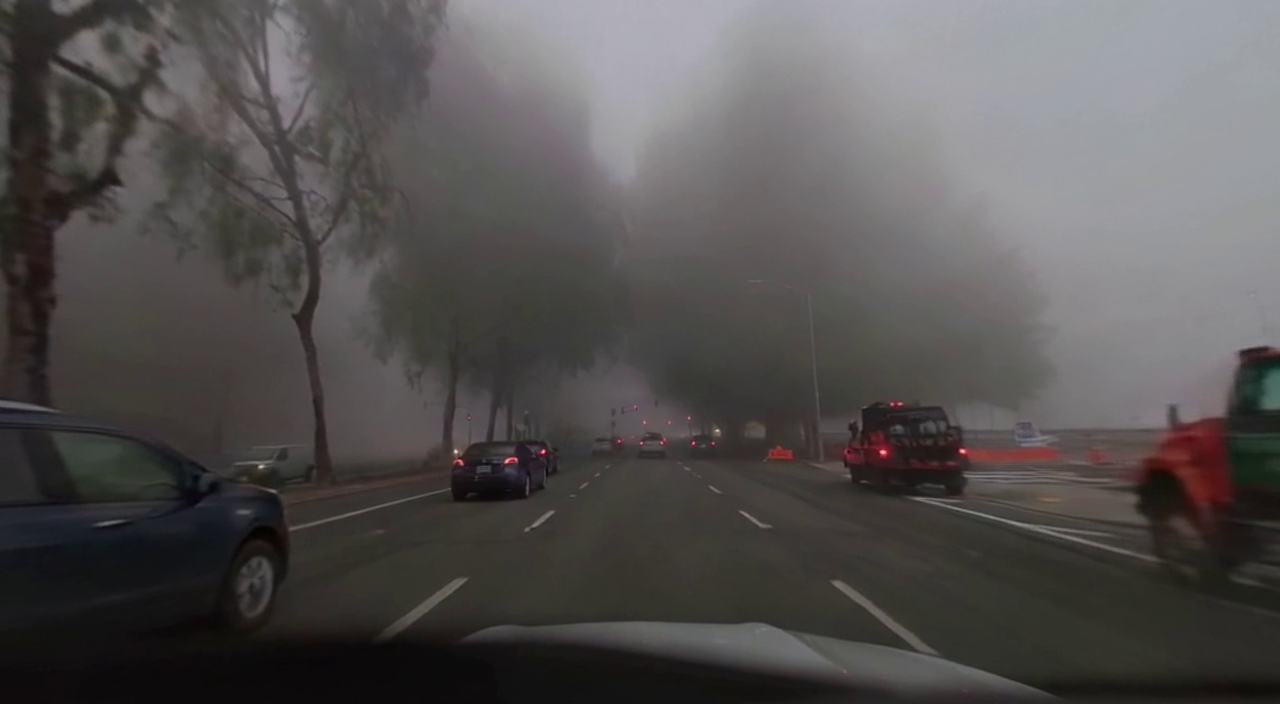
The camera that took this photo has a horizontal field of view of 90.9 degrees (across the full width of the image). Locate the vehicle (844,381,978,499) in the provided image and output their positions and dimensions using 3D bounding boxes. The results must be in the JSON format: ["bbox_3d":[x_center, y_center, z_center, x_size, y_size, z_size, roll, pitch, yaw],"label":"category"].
[{"bbox_3d":[6.727,2.216,16.045,1.910,2.539,2.846,-6,-7,1],"label":"vehicle"}]

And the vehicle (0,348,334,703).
[{"bbox_3d":[-3.592,0.902,3.001,2.038,1.682,4.399,0,-8,0],"label":"vehicle"}]

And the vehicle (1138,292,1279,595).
[{"bbox_3d":[6.490,0.747,5.116,2.202,2.529,3.168,-1,-8,3],"label":"vehicle"}]

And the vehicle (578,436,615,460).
[{"bbox_3d":[-2.823,6.397,42.161,1.998,1.481,4.656,0,-8,2],"label":"vehicle"}]

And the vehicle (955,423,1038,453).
[{"bbox_3d":[18.986,4.598,33.848,1.799,1.463,4.641,0,-8,1],"label":"vehicle"}]

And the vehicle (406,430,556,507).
[{"bbox_3d":[-3.400,2.597,14.608,2.107,1.482,4.674,0,-8,2],"label":"vehicle"}]

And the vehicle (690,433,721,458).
[{"bbox_3d":[4.478,6.426,43.434,1.984,1.659,4.226,-1,-8,4],"label":"vehicle"}]
